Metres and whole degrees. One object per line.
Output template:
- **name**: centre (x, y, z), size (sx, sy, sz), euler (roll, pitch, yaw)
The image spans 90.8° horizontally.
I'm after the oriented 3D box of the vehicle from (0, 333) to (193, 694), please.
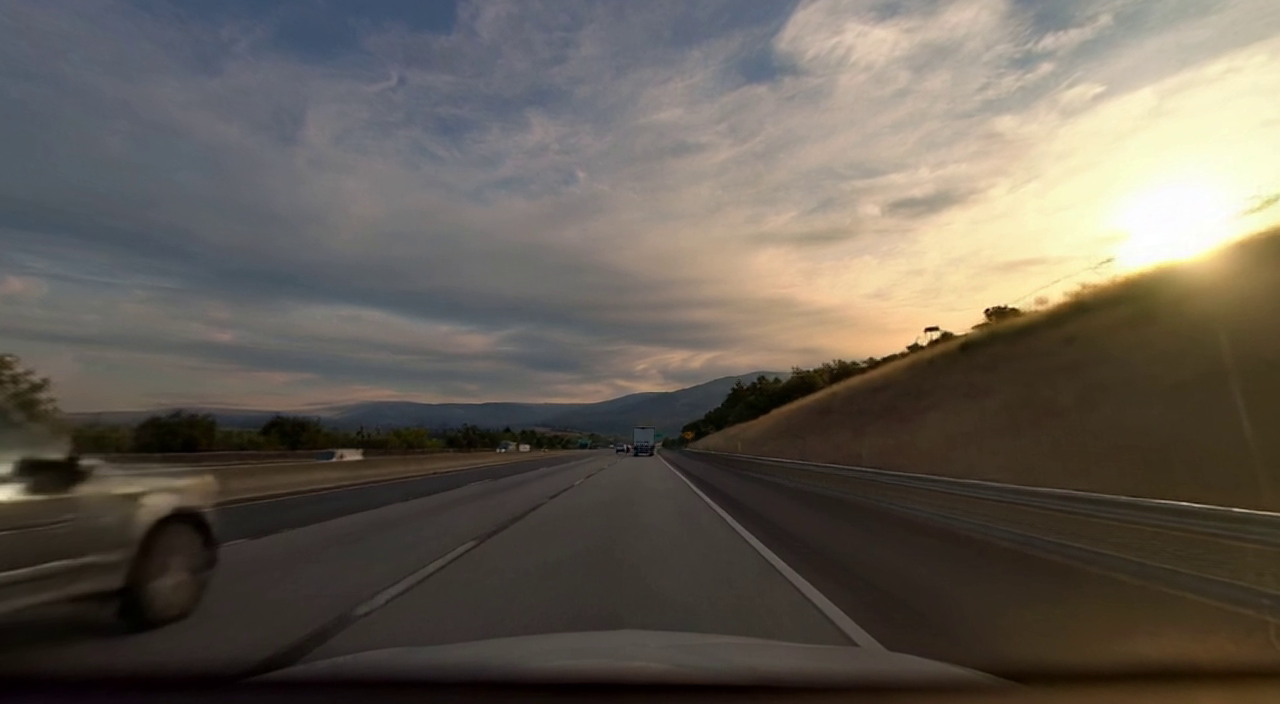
- **vehicle**: centre (-4.116, 0.625, 2.040), size (2.216, 1.678, 4.204), euler (0, -9, 0)
